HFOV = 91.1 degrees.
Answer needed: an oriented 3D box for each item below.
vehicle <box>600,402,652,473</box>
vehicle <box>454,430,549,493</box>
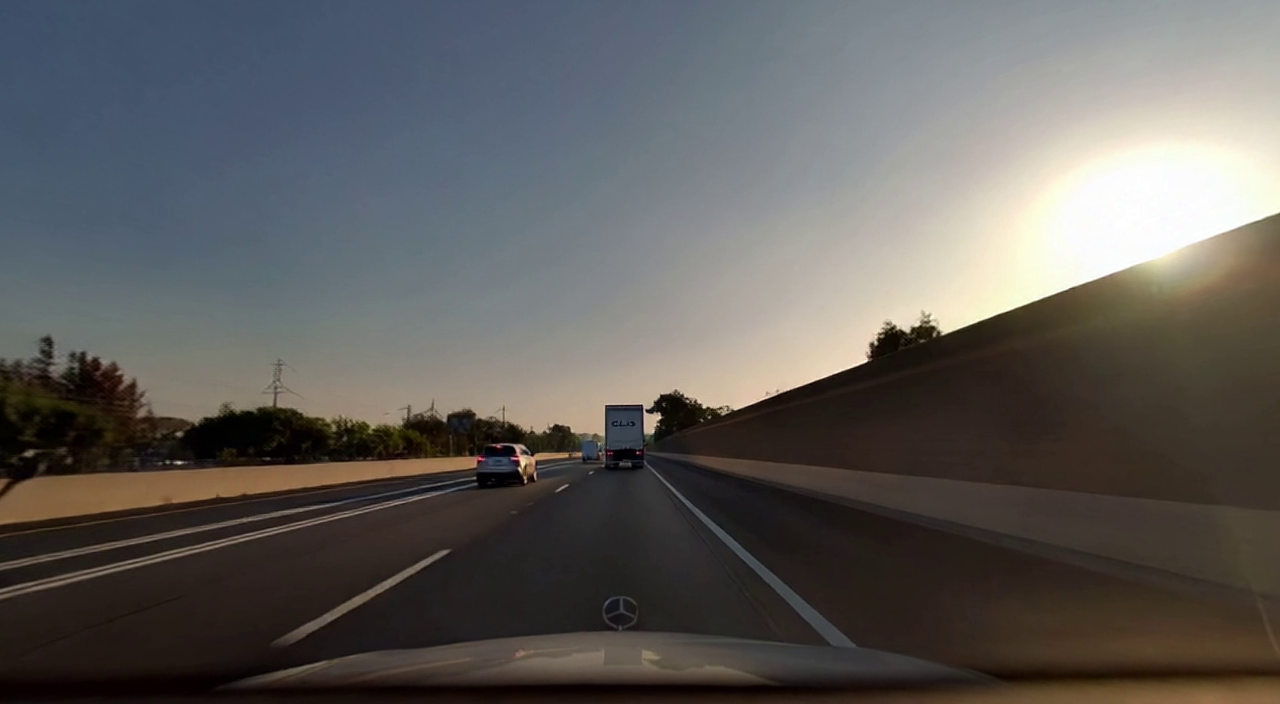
[{"bbox_3d":[-0.925,5.638,40.881,2.923,4.007,9.760,0,-9,-2],"label":"vehicle"},{"bbox_3d":[-4.667,3.810,22.150,2.226,1.935,5.130,0,-9,-1],"label":"vehicle"}]
